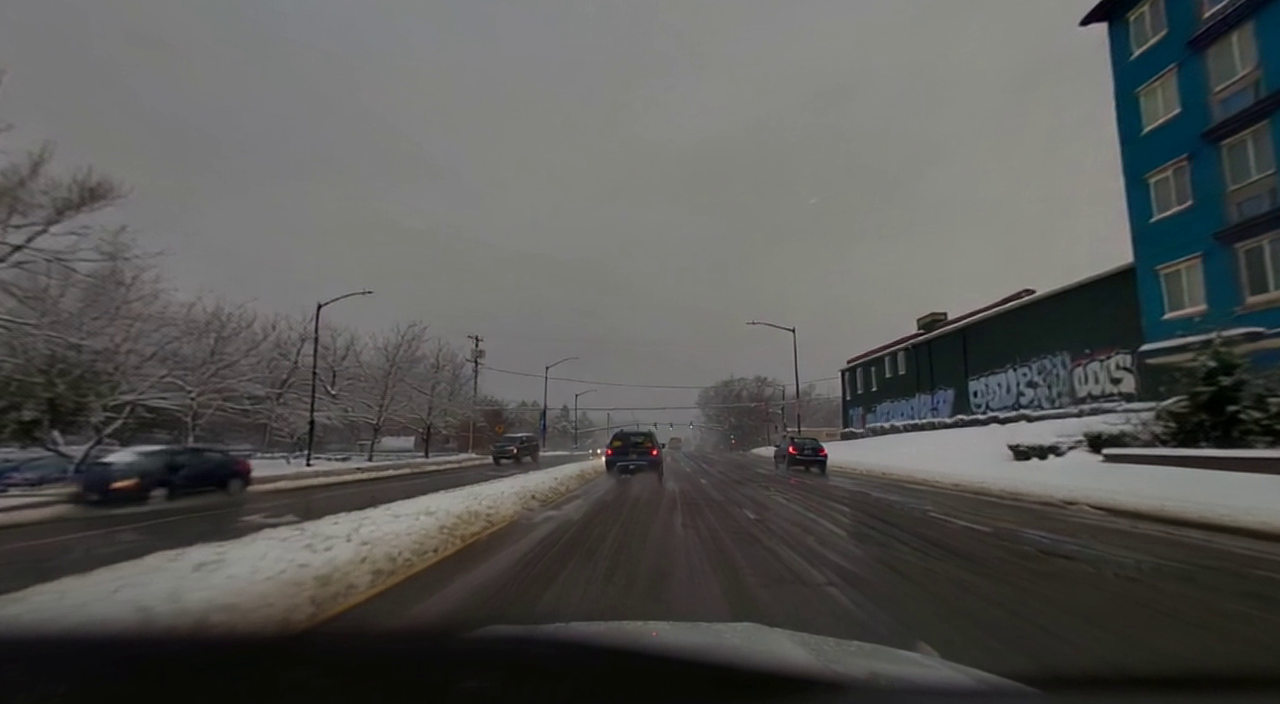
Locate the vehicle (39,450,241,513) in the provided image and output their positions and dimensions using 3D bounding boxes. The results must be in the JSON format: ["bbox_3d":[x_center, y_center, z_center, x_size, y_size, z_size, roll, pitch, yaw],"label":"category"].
[{"bbox_3d":[-13.948,3.580,18.020,1.842,1.482,4.386,-1,-8,6],"label":"vehicle"}]

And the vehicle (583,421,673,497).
[{"bbox_3d":[-0.174,2.896,17.472,2.160,1.786,4.702,-1,-8,3],"label":"vehicle"}]

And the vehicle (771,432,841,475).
[{"bbox_3d":[7.278,4.476,28.113,1.952,1.749,4.311,0,-8,0],"label":"vehicle"}]
